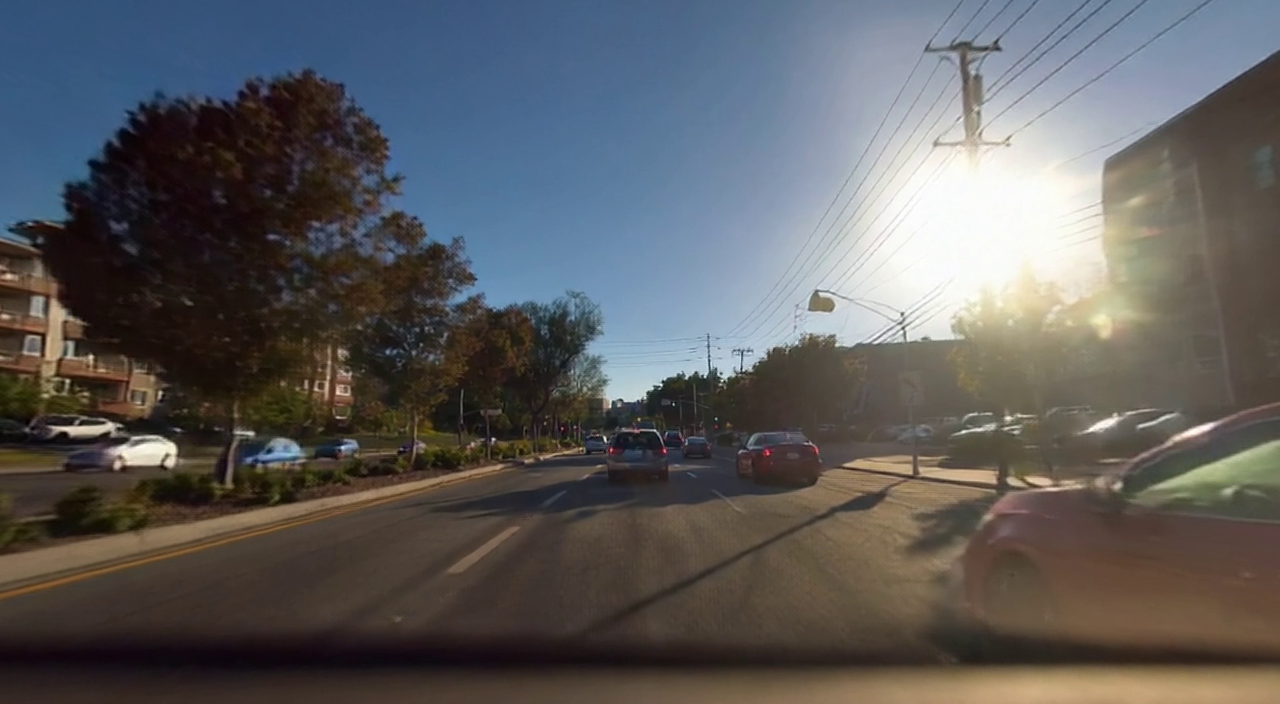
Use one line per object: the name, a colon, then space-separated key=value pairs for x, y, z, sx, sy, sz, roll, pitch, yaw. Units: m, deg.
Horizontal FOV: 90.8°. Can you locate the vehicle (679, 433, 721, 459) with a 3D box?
vehicle: x=3.608 y=5.745 z=38.654 sx=2.054 sy=1.461 sz=4.321 roll=0 pitch=-8 yaw=-1

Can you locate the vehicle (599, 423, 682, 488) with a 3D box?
vehicle: x=-0.003 y=2.894 z=17.823 sx=2.073 sy=1.606 sz=3.933 roll=0 pitch=-8 yaw=-1

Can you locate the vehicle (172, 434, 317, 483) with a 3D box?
vehicle: x=-13.862 y=3.763 z=22.590 sx=1.951 sy=1.538 sz=4.940 roll=0 pitch=-8 yaw=0

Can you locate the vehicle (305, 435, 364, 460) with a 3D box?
vehicle: x=-21.983 y=6.922 z=45.646 sx=1.982 sy=1.699 sz=4.421 roll=0 pitch=-8 yaw=1

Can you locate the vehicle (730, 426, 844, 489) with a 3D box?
vehicle: x=3.911 y=2.898 z=17.643 sx=2.086 sy=1.534 sz=4.351 roll=0 pitch=-8 yaw=0

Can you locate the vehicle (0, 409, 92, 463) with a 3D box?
vehicle: x=-47.395 y=6.230 z=46.860 sx=9.759 sy=3.784 sz=3.013 roll=2 pitch=-9 yaw=-7

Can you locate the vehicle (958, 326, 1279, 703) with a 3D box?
vehicle: x=3.086 y=0.678 z=1.501 sx=2.123 sy=1.657 sz=4.719 roll=0 pitch=-8 yaw=-1

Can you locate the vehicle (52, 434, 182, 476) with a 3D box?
vehicle: x=-22.652 y=4.478 z=27.631 sx=1.923 sy=1.672 sz=4.303 roll=0 pitch=-8 yaw=1
